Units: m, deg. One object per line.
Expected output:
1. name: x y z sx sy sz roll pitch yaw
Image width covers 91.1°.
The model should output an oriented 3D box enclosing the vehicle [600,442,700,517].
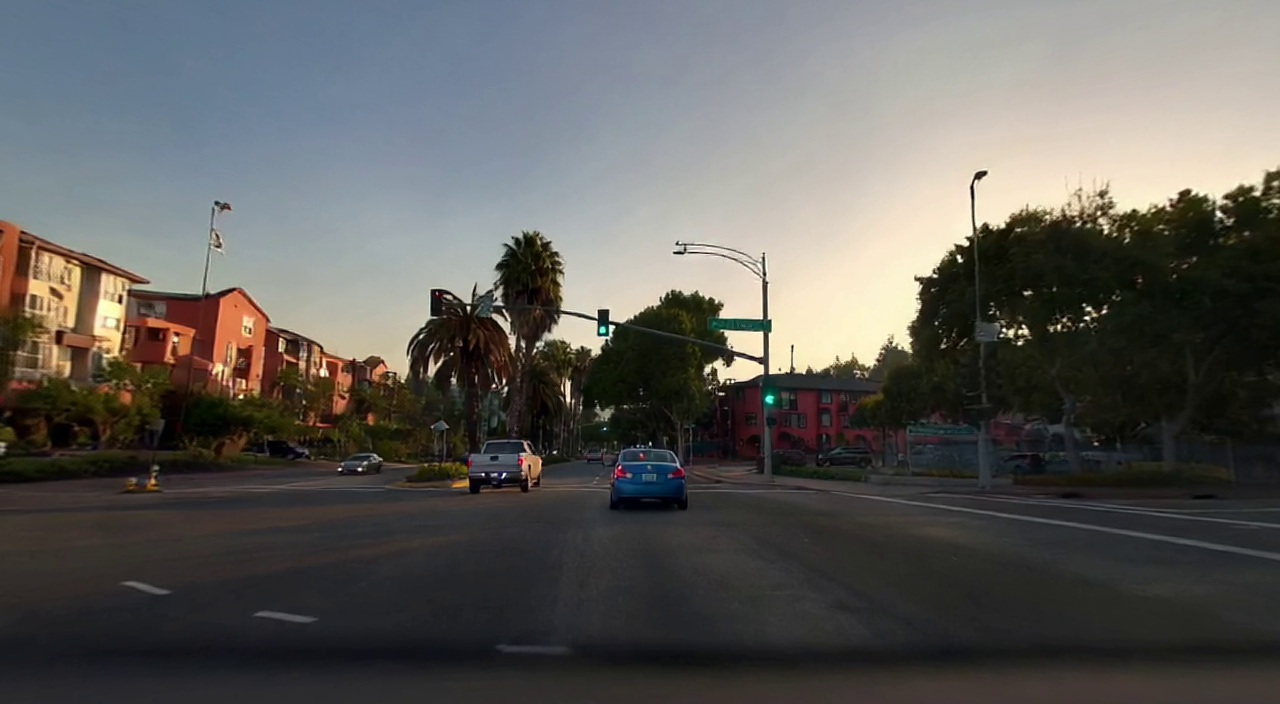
1. vehicle: 0.172 3.018 15.452 2.122 1.562 4.152 0 -9 -1

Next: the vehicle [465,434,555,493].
1. vehicle: -4.984 4.373 25.156 2.447 2.062 5.911 0 -8 -1

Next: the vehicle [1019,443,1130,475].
1. vehicle: 23.623 5.785 34.253 1.908 1.626 4.559 8 -12 -44
